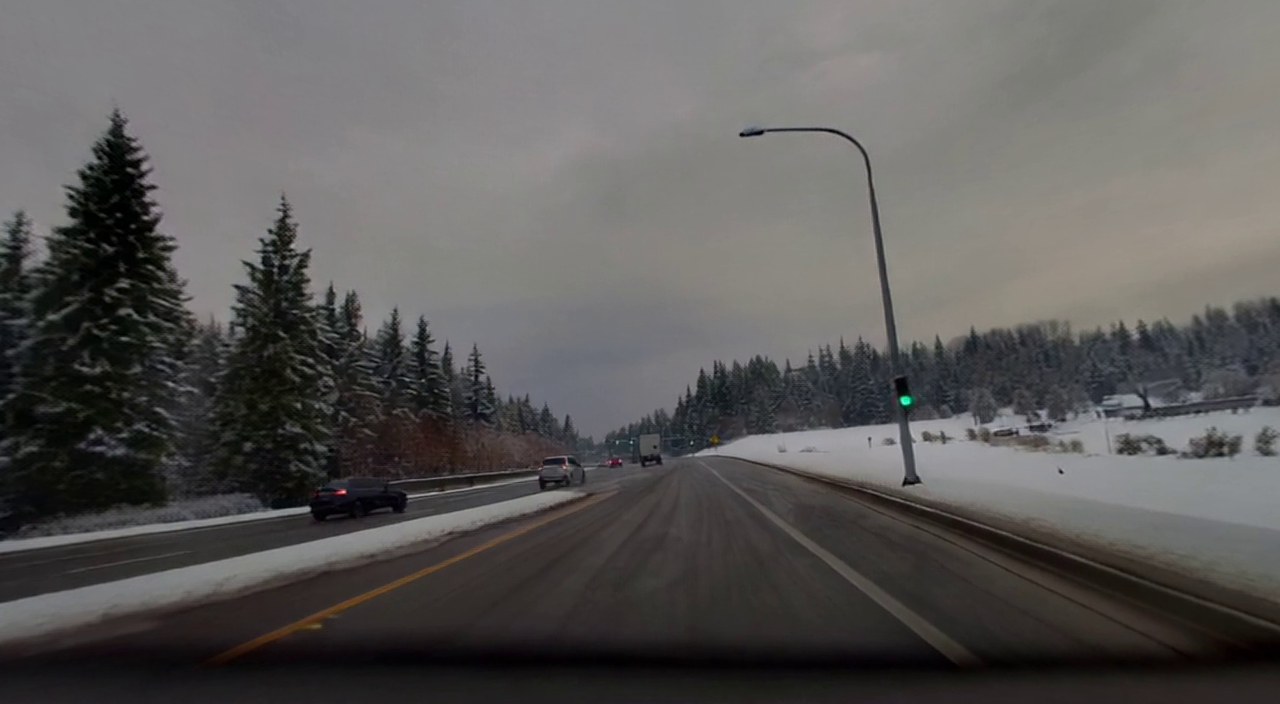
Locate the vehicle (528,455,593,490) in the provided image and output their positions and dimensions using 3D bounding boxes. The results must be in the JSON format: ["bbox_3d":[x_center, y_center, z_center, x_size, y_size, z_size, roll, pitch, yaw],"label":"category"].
[{"bbox_3d":[-4.283,6.576,34.875,2.049,1.699,4.860,-2,-9,12],"label":"vehicle"}]

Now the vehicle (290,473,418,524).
[{"bbox_3d":[-10.848,5.574,24.433,1.886,1.535,4.742,-2,-9,14],"label":"vehicle"}]
